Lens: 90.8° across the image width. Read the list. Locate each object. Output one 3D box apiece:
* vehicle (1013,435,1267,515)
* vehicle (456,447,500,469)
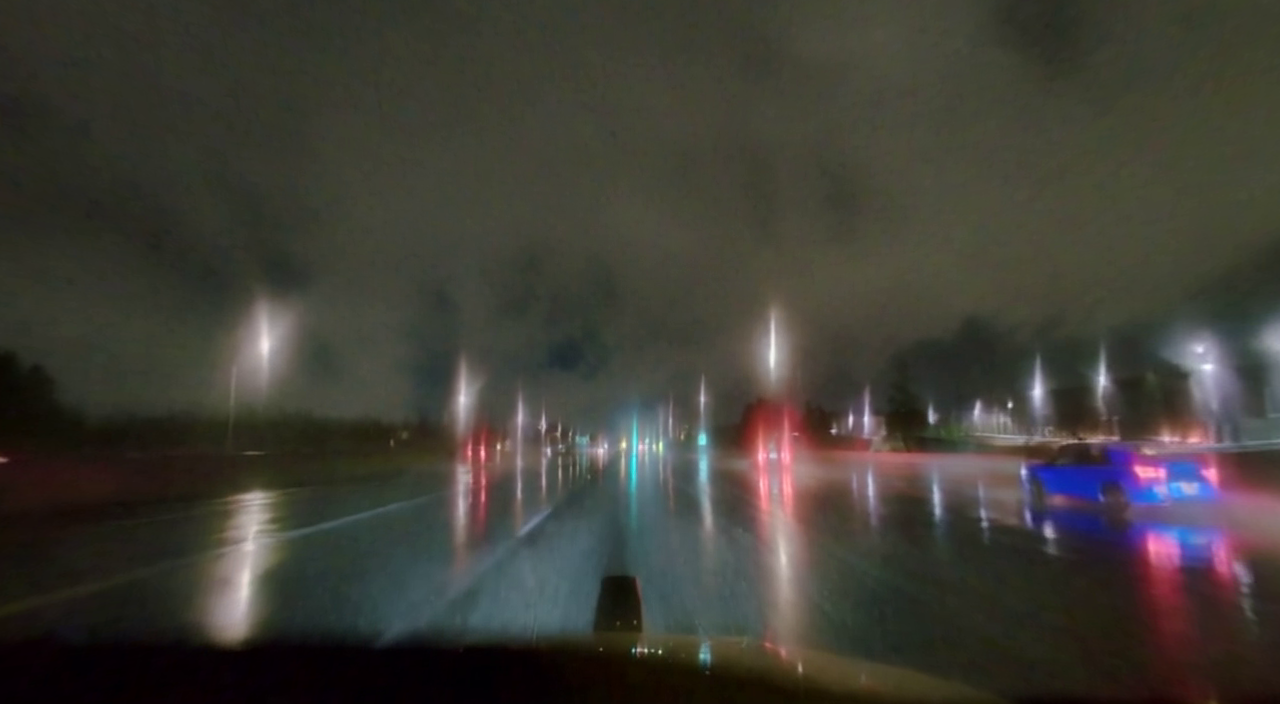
[{"bbox_3d":[10.826,2.669,14.250,1.985,1.493,4.486,0,-9,-1],"label":"vehicle"},{"bbox_3d":[-11.489,7.542,45.064,1.921,1.452,4.429,0,-9,0],"label":"vehicle"}]
